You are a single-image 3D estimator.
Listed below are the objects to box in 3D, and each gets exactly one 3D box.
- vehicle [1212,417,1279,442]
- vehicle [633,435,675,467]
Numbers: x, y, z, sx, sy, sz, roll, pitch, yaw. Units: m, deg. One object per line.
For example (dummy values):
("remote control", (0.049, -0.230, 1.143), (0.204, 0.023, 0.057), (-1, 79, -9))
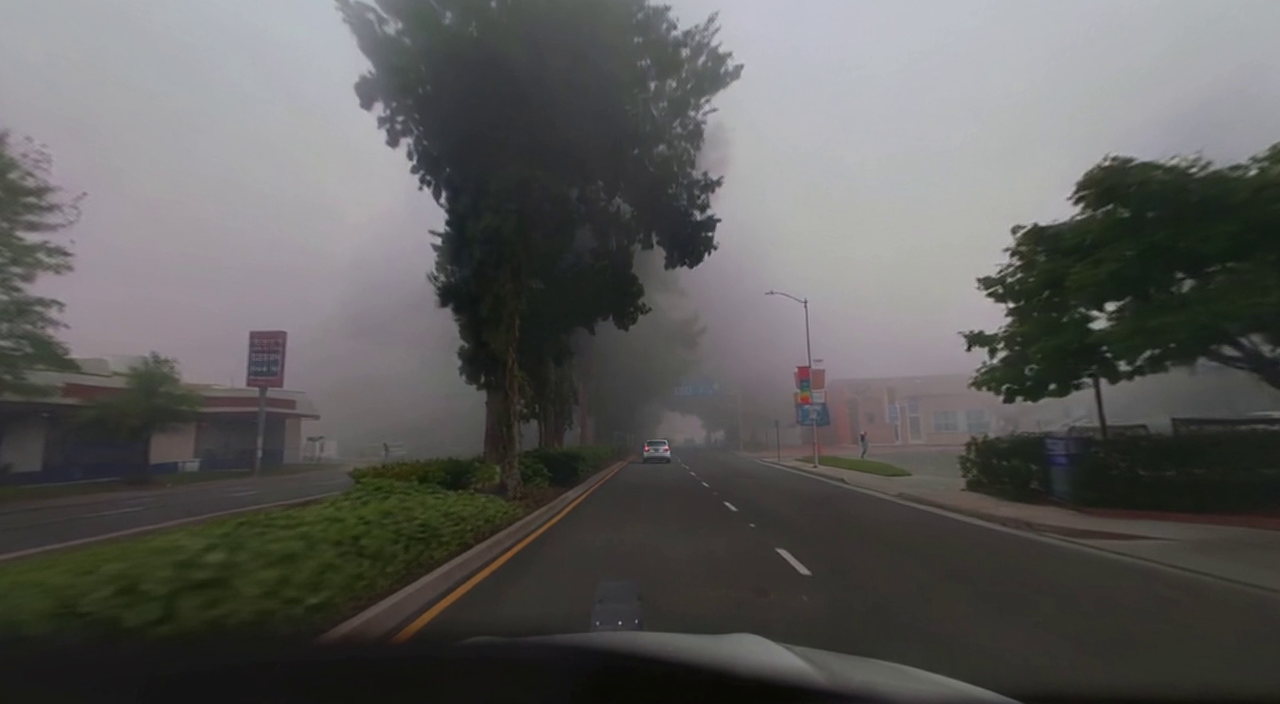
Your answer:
("vehicle", (37.526, 4.642, 37.637), (4.637, 1.477, 1.823), (-1, -8, 2))
("vehicle", (0.866, 5.657, 36.196), (2.235, 1.719, 4.292), (0, -8, 3))
